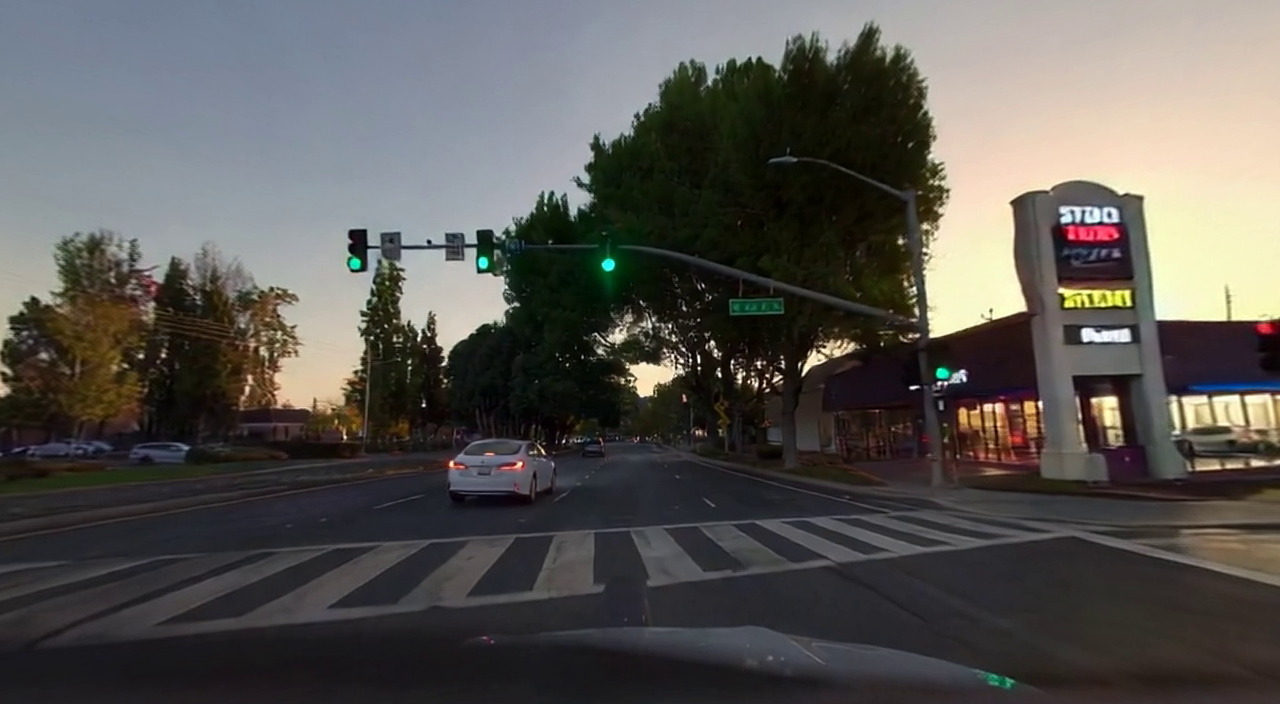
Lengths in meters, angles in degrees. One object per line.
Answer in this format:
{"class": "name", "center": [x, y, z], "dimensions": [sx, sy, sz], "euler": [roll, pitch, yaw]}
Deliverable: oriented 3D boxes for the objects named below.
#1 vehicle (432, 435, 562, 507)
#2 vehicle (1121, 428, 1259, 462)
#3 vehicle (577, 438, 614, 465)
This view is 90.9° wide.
{"class": "vehicle", "center": [-3.266, 2.806, 15.397], "dimensions": [2.018, 1.477, 4.401], "euler": [0, -8, 2]}
{"class": "vehicle", "center": [33.263, 5.664, 38.365], "dimensions": [2.079, 1.837, 5.802], "euler": [5, -10, -30]}
{"class": "vehicle", "center": [-2.966, 6.707, 42.549], "dimensions": [2.109, 1.692, 4.220], "euler": [0, -8, 1]}
